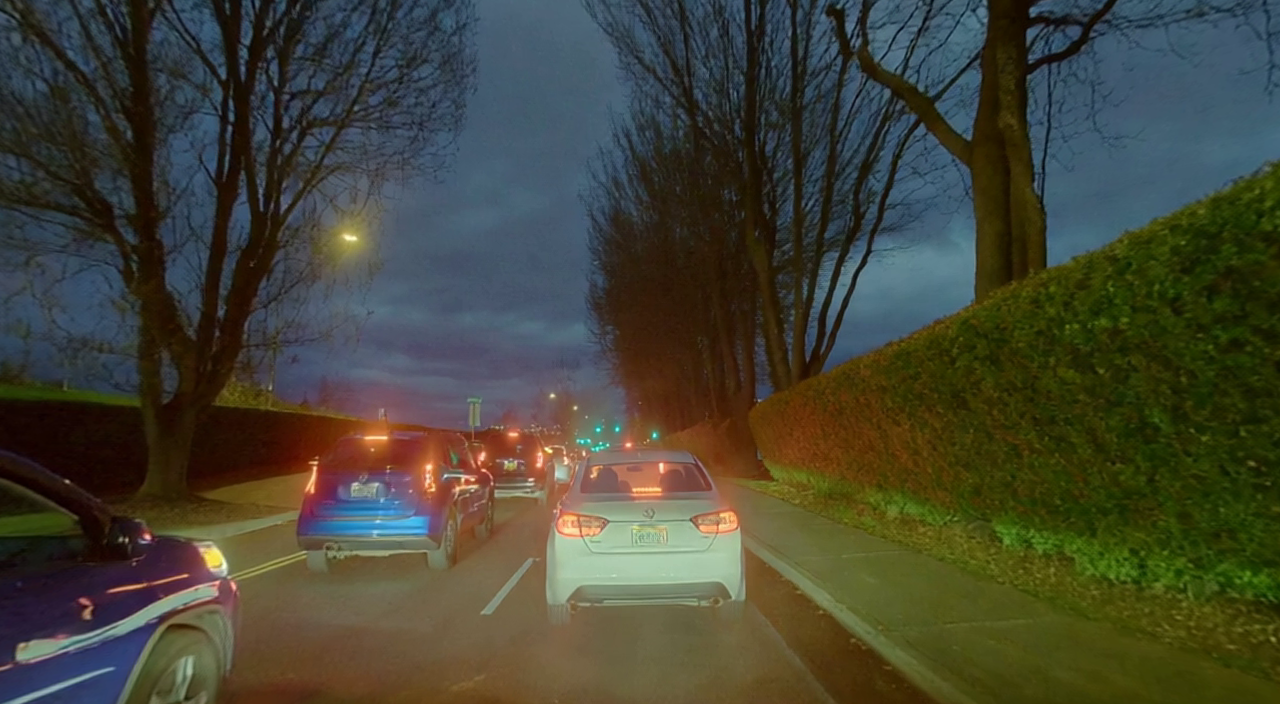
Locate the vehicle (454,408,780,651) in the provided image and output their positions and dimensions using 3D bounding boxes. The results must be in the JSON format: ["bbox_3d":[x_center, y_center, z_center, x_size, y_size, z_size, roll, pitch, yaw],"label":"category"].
[{"bbox_3d":[-0.169,1.493,6.234,2.154,1.581,4.007,0,-9,0],"label":"vehicle"}]

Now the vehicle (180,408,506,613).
[{"bbox_3d":[-3.392,1.851,8.310,2.256,1.728,4.421,-6,-8,-2],"label":"vehicle"}]

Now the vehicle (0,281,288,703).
[{"bbox_3d":[-3.280,0.674,1.266,2.205,1.913,5.327,-6,-8,-2],"label":"vehicle"}]
